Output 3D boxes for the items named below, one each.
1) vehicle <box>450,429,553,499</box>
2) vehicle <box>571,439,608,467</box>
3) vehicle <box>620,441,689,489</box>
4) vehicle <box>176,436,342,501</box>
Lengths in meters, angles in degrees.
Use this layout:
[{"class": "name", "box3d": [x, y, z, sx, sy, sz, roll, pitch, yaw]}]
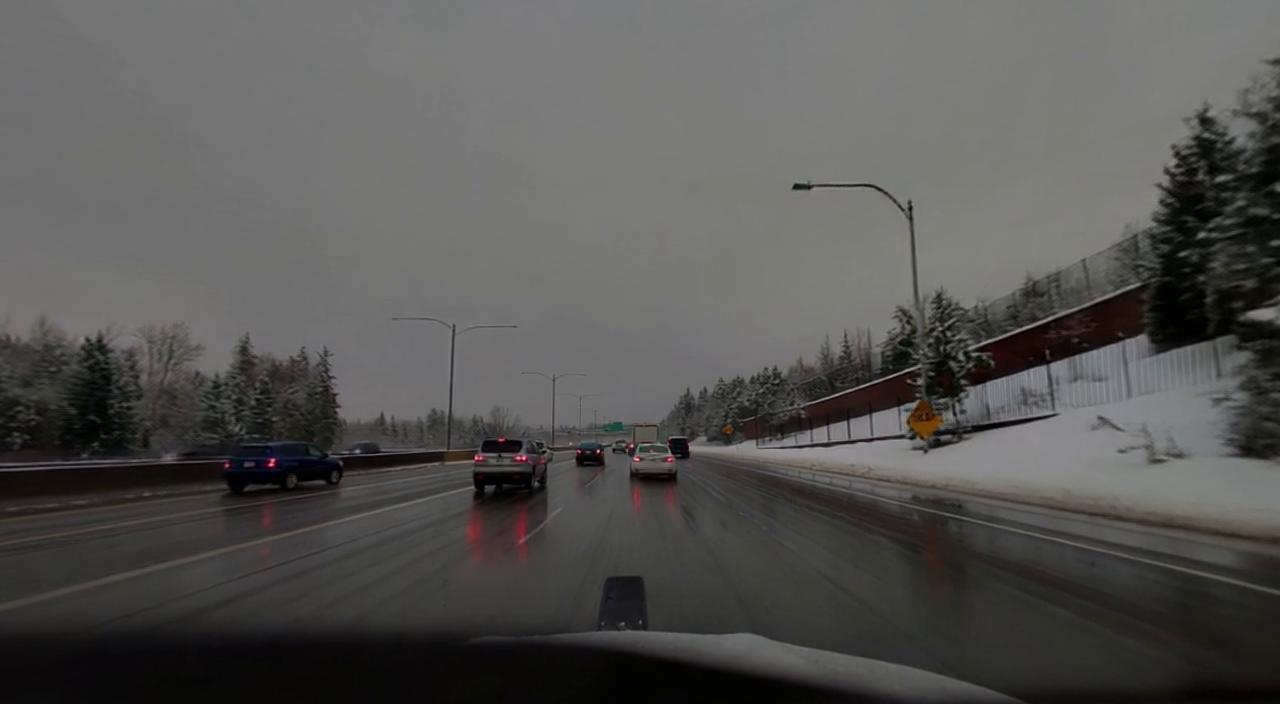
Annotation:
[{"class": "vehicle", "box3d": [-3.746, 3.098, 17.854, 1.903, 1.721, 4.210, 0, -8, 1]}, {"class": "vehicle", "box3d": [-3.146, 6.414, 40.139, 1.897, 1.646, 4.049, 0, -8, 1]}, {"class": "vehicle", "box3d": [0.441, 3.717, 21.088, 2.054, 1.421, 4.090, 0, -8, 0]}, {"class": "vehicle", "box3d": [-10.588, 3.245, 18.000, 1.941, 1.602, 4.277, 0, -8, 2]}]
